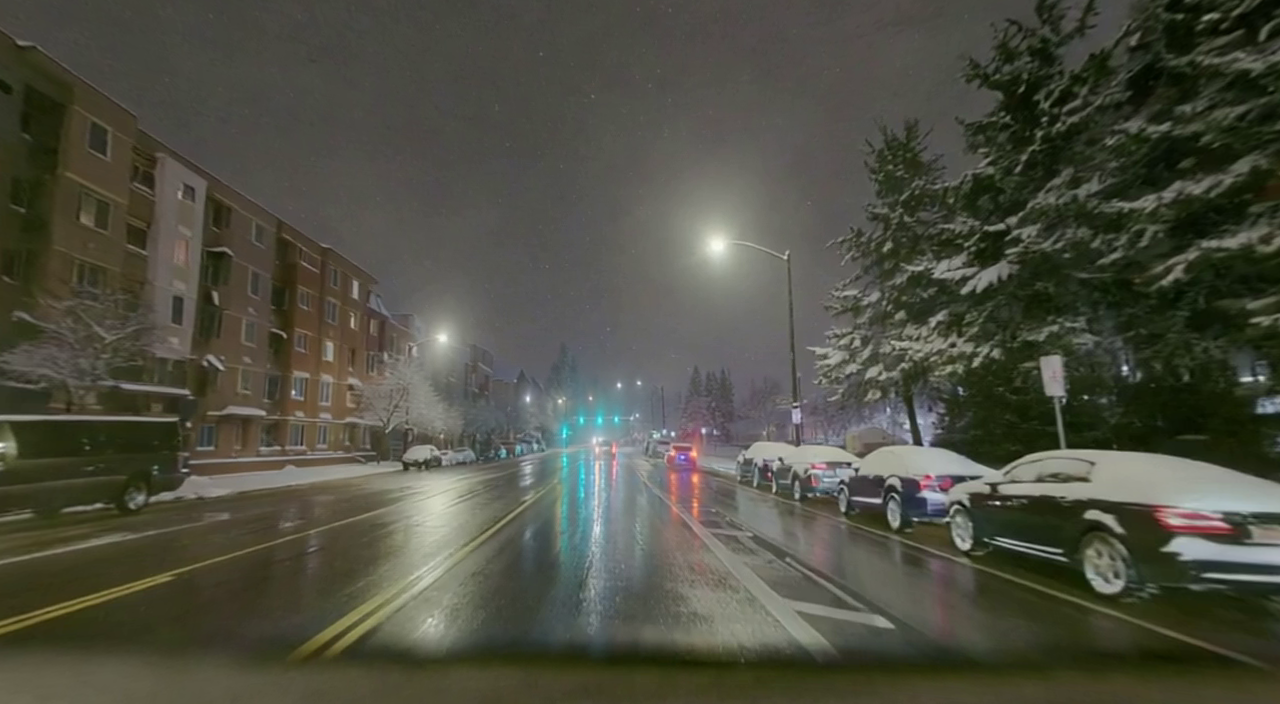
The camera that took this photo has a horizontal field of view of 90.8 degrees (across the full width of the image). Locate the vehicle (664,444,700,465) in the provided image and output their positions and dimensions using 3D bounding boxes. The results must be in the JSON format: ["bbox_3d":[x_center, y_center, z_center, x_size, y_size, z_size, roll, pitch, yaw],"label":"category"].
[{"bbox_3d":[3.038,7.500,46.281,2.085,1.466,4.276,1,-8,-3],"label":"vehicle"}]

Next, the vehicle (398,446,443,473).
[{"bbox_3d":[-14.883,7.308,43.096,1.908,1.694,4.306,1,-8,-6],"label":"vehicle"}]

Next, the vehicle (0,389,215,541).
[{"bbox_3d":[-13.110,2.239,12.727,2.917,2.739,9.335,0,-8,-2],"label":"vehicle"}]

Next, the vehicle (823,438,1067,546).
[{"bbox_3d":[4.999,2.330,11.313,2.049,1.507,4.585,0,-8,-1],"label":"vehicle"}]

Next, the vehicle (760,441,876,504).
[{"bbox_3d":[4.665,3.189,17.242,1.797,1.486,4.154,0,-8,-2],"label":"vehicle"}]
